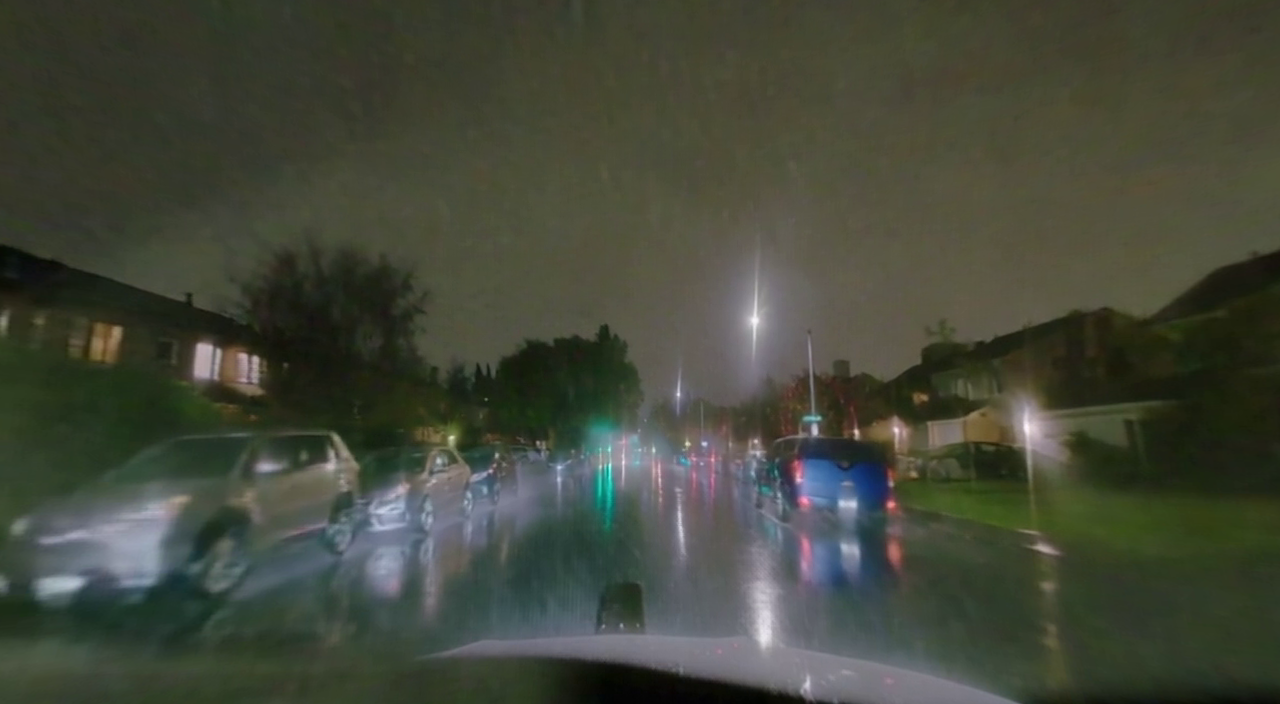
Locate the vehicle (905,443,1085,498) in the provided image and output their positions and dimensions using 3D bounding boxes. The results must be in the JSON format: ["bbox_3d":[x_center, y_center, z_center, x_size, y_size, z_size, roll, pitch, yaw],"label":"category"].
[{"bbox_3d":[10.540,3.534,18.992,4.244,1.479,1.969,1,-9,-2],"label":"vehicle"}]

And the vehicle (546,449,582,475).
[{"bbox_3d":[-4.927,7.165,41.263,1.983,1.579,3.879,1,-9,-2],"label":"vehicle"}]

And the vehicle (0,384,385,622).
[{"bbox_3d":[-4.812,1.515,7.109,2.035,1.822,4.348,0,-10,0],"label":"vehicle"}]

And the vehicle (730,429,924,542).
[{"bbox_3d":[3.718,2.767,14.069,2.415,1.963,5.688,0,-8,-2],"label":"vehicle"}]
